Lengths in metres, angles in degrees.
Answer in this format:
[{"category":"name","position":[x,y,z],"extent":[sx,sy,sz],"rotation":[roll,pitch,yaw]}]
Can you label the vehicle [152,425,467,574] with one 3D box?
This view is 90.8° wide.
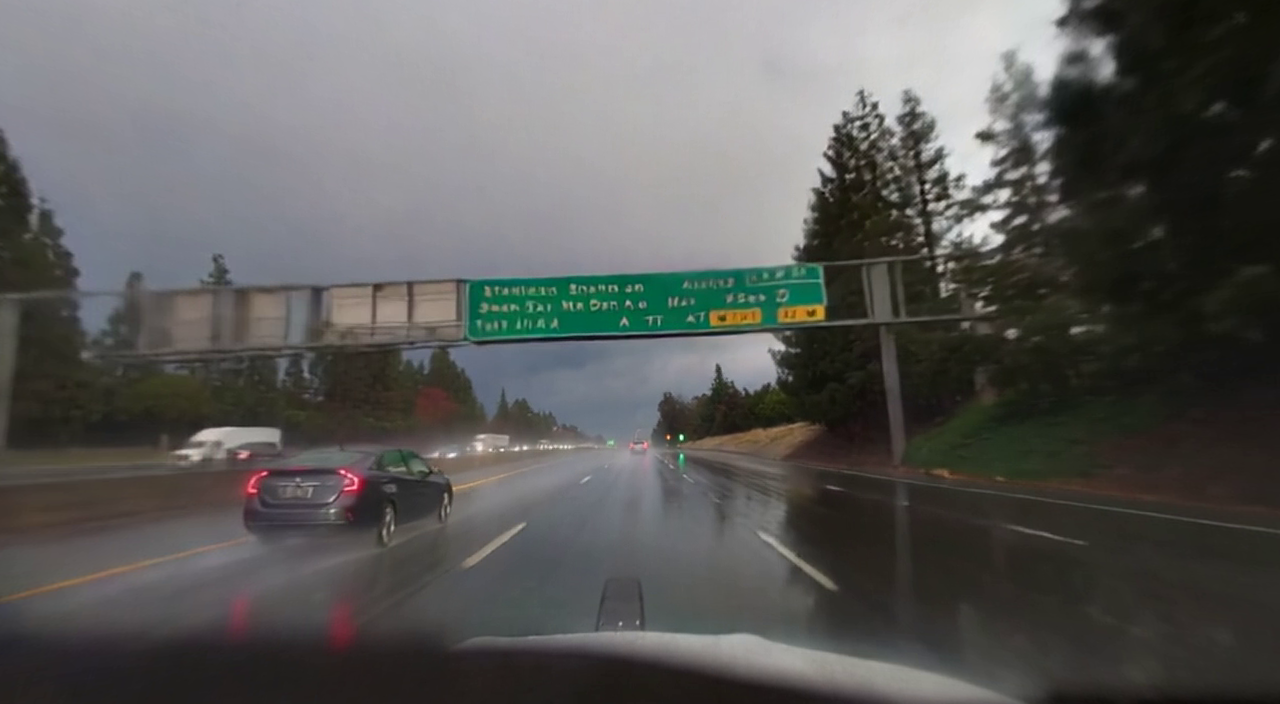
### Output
[{"category":"vehicle","position":[-4.079,1.867,8.837],"extent":[2.050,1.547,4.266],"rotation":[0,-8,1]}]
